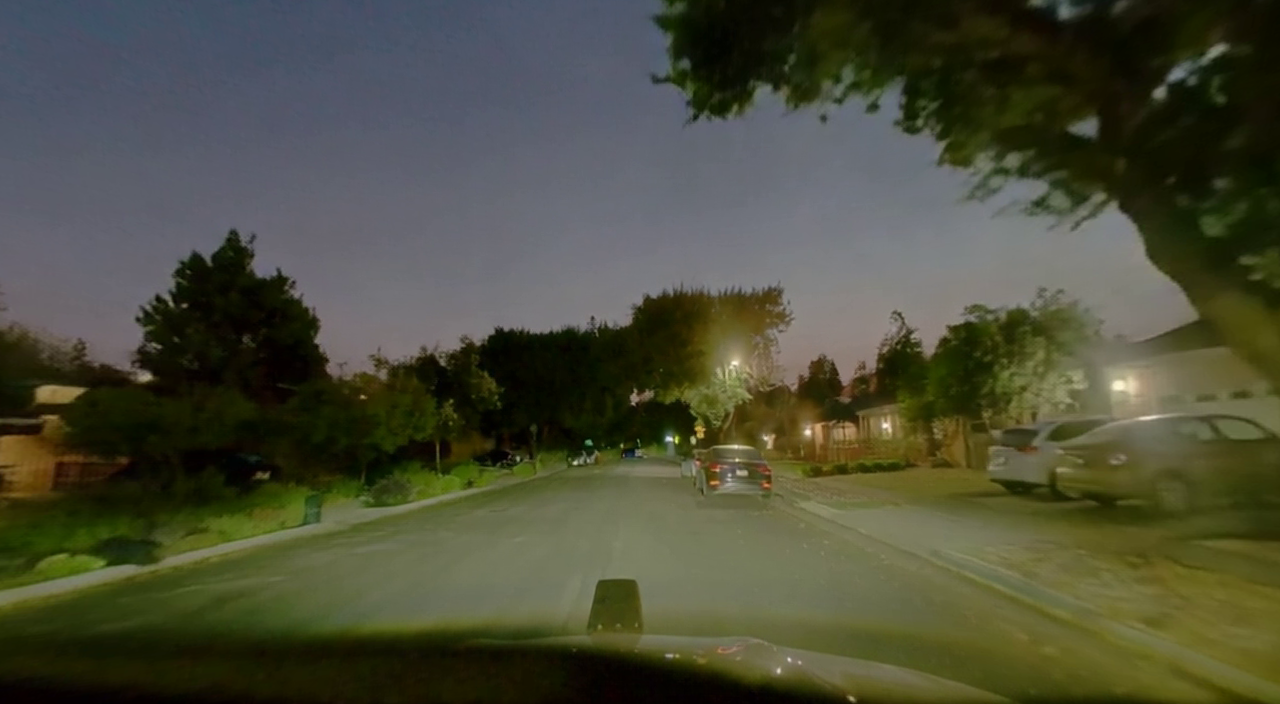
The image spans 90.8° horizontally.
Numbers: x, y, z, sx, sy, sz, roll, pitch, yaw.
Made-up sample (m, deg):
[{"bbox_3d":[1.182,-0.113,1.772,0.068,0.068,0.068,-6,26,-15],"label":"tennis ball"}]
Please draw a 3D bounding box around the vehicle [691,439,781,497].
[{"bbox_3d":[2.639,3.309,18.449,2.022,1.483,4.565,0,-9,1],"label":"vehicle"}]

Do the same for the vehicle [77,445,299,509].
[{"bbox_3d":[-11.339,3.133,16.121,4.118,1.492,1.902,0,-9,-3],"label":"vehicle"}]

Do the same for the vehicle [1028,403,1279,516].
[{"bbox_3d":[8.989,1.661,9.988,4.331,1.570,2.009,-1,-8,0],"label":"vehicle"}]

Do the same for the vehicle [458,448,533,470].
[{"bbox_3d":[-10.447,7.750,45.926,4.933,1.547,2.125,0,-9,0],"label":"vehicle"}]
